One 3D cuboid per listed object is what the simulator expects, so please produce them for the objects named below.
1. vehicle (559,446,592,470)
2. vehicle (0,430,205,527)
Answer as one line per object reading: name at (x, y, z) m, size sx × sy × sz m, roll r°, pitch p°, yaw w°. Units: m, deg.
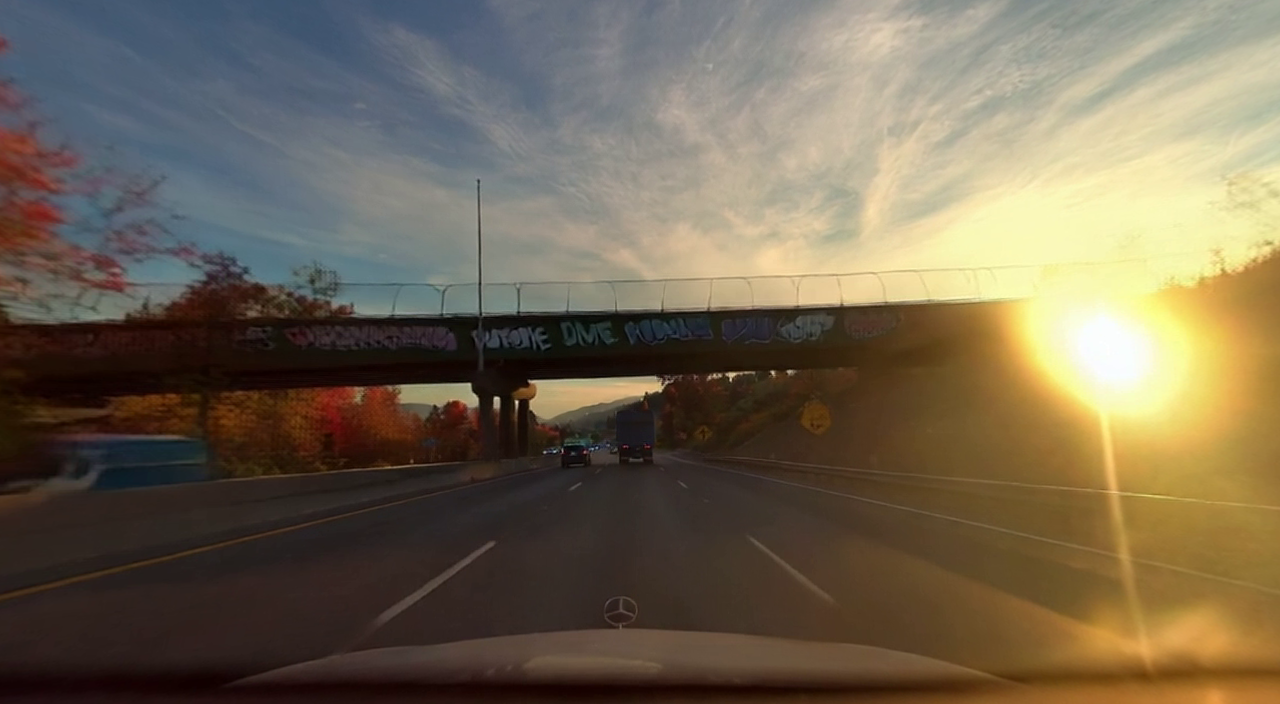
vehicle at (-4.359, 7.210, 42.683) m, size 1.892 × 1.529 × 3.996 m, roll 0°, pitch -9°, yaw -1°
vehicle at (-17.592, 3.793, 19.581) m, size 2.564 × 2.452 × 7.489 m, roll 0°, pitch -9°, yaw 0°
